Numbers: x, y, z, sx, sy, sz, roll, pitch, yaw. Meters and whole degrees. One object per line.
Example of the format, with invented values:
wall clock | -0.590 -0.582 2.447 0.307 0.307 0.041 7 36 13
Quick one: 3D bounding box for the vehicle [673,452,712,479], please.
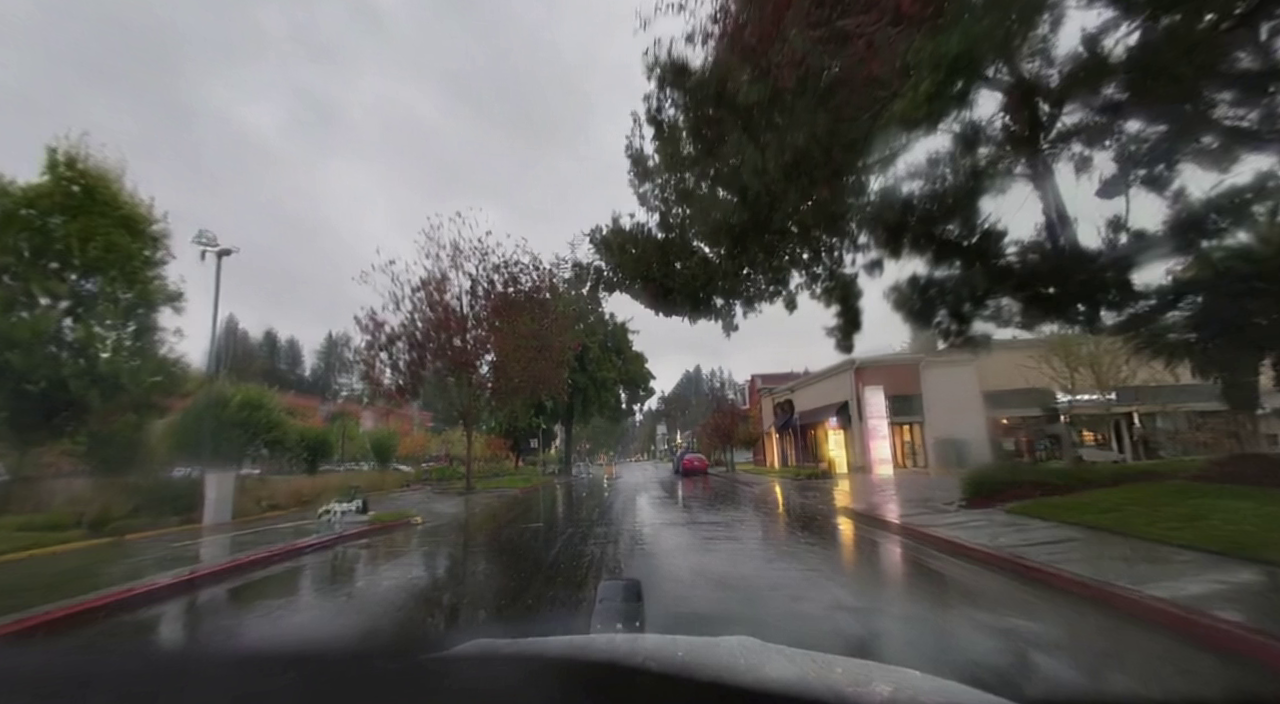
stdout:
vehicle | 3.162 6.967 39.027 2.064 1.532 4.596 0 -8 1
